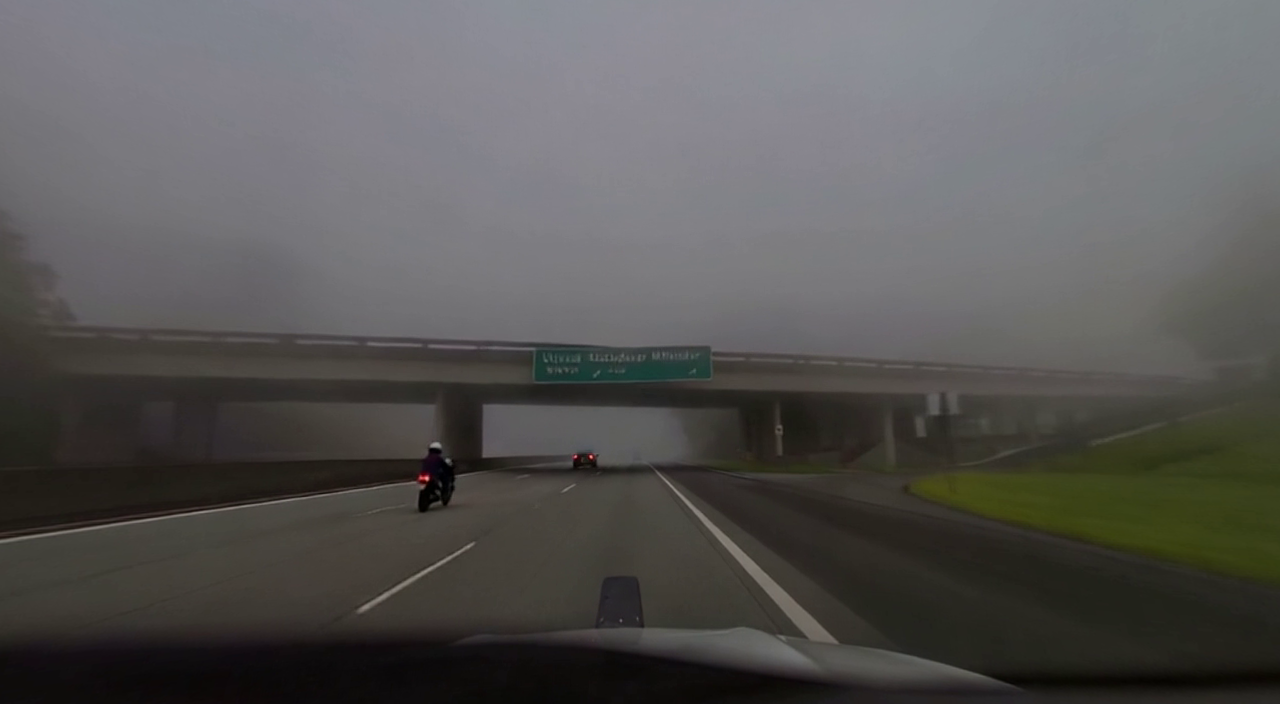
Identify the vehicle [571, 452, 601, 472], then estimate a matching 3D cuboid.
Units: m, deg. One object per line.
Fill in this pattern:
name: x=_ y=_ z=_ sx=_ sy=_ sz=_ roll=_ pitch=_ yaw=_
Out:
vehicle: x=-4.222 y=8.673 z=49.972 sx=1.992 sy=1.504 sz=4.117 roll=0 pitch=-9 yaw=0
